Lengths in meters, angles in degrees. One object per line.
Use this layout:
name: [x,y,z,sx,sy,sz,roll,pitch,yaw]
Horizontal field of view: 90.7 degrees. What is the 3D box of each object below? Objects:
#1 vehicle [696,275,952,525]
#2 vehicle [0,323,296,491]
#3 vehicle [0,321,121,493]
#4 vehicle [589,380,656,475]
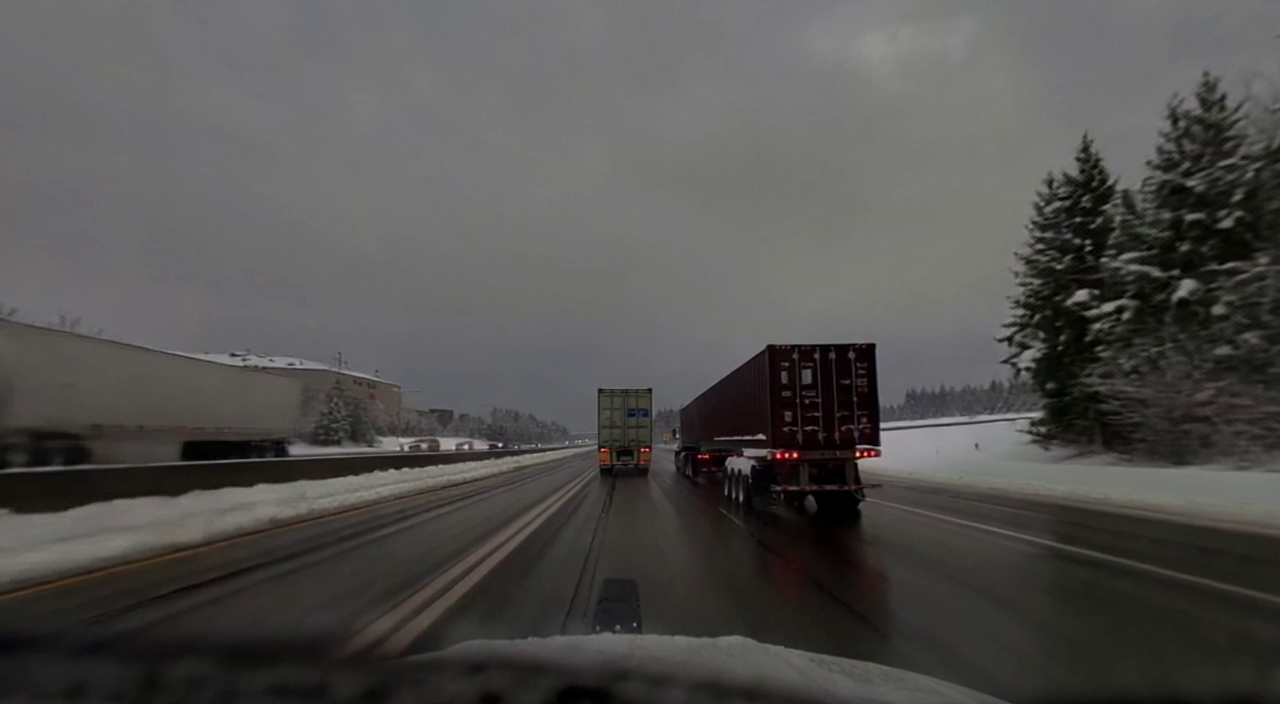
vehicle: [3.499,1.674,16.645,2.803,4.072,12.744,0,-9,0]
vehicle: [-16.669,2.252,21.534,2.829,4.021,13.010,0,-9,-1]
vehicle: [-16.432,1.169,13.958,3.035,3.978,8.132,0,-9,-1]
vehicle: [-0.704,4.114,33.147,2.841,4.071,12.046,-1,-8,0]
